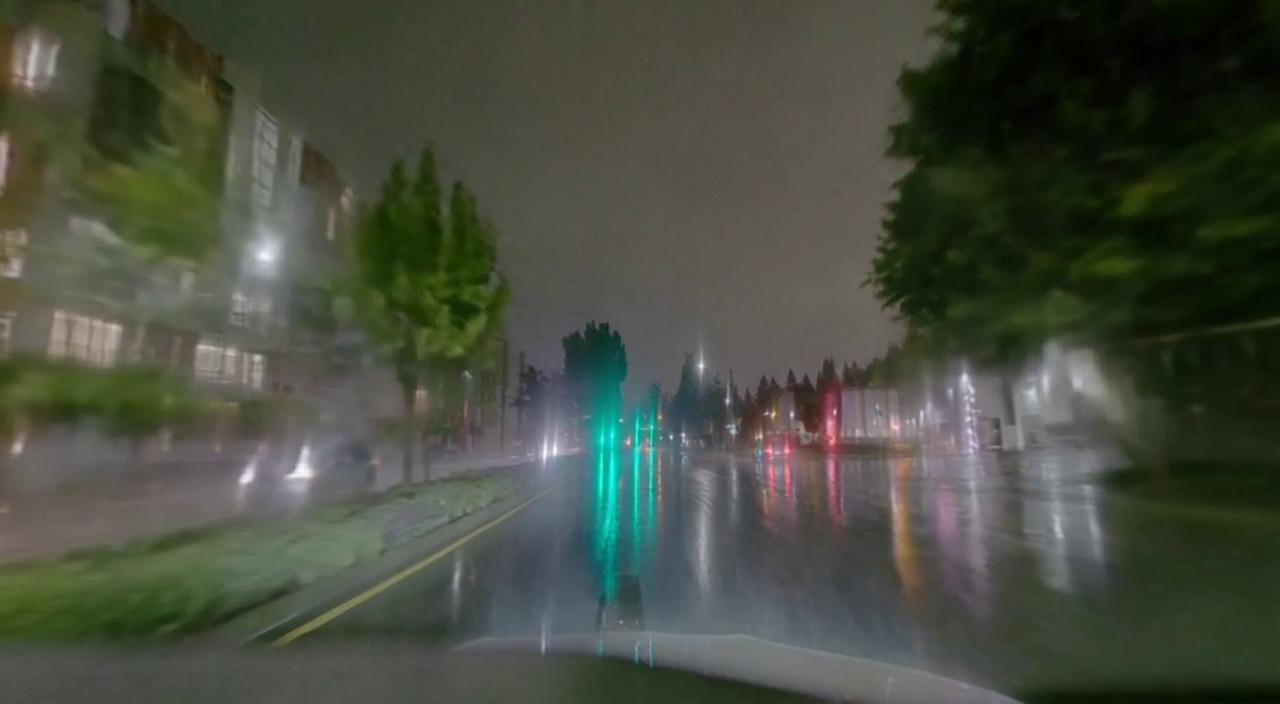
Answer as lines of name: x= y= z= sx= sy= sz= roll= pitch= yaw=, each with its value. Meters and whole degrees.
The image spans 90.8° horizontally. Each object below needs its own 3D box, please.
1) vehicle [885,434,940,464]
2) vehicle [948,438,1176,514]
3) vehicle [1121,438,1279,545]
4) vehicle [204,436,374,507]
vehicle: x=17.059 y=6.111 z=39.663 sx=2.630 sy=1.808 sz=1.657 roll=-1 pitch=-8 yaw=3
vehicle: x=9.558 y=2.818 z=14.928 sx=1.898 sy=1.477 sz=4.695 roll=0 pitch=-9 yaw=-4
vehicle: x=9.736 y=1.963 z=9.036 sx=1.930 sy=1.453 sz=4.665 roll=0 pitch=-9 yaw=-1
vehicle: x=-10.119 y=3.463 z=18.843 sx=2.108 sy=1.794 sz=4.995 roll=0 pitch=-8 yaw=1
